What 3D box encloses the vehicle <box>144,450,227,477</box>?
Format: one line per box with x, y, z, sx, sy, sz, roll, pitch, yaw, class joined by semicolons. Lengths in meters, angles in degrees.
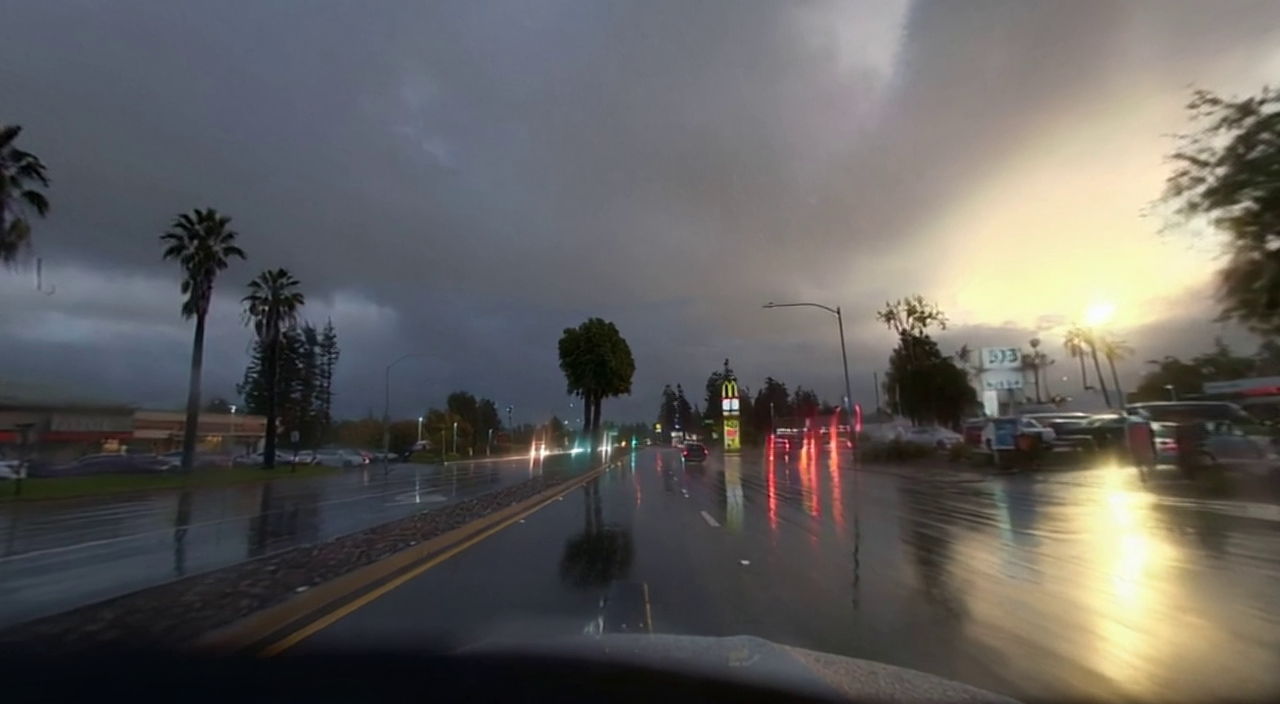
-28.501;6.965;39.744;2.067;1.563;4.043;0;-8;2;vehicle

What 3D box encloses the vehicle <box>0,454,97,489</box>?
-28.046;5.498;29.224;2.023;1.468;4.153;0;-10;0;vehicle

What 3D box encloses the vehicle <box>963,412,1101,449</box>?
18.852;3.829;30.542;5.123;1.730;2.183;0;-8;3;vehicle

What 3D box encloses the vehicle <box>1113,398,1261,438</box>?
30.714;3.758;35.583;6.052;2.013;2.331;1;-11;1;vehicle

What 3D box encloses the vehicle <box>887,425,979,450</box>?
18.104;5.322;39.128;4.691;1.545;1.900;-1;-8;4;vehicle
